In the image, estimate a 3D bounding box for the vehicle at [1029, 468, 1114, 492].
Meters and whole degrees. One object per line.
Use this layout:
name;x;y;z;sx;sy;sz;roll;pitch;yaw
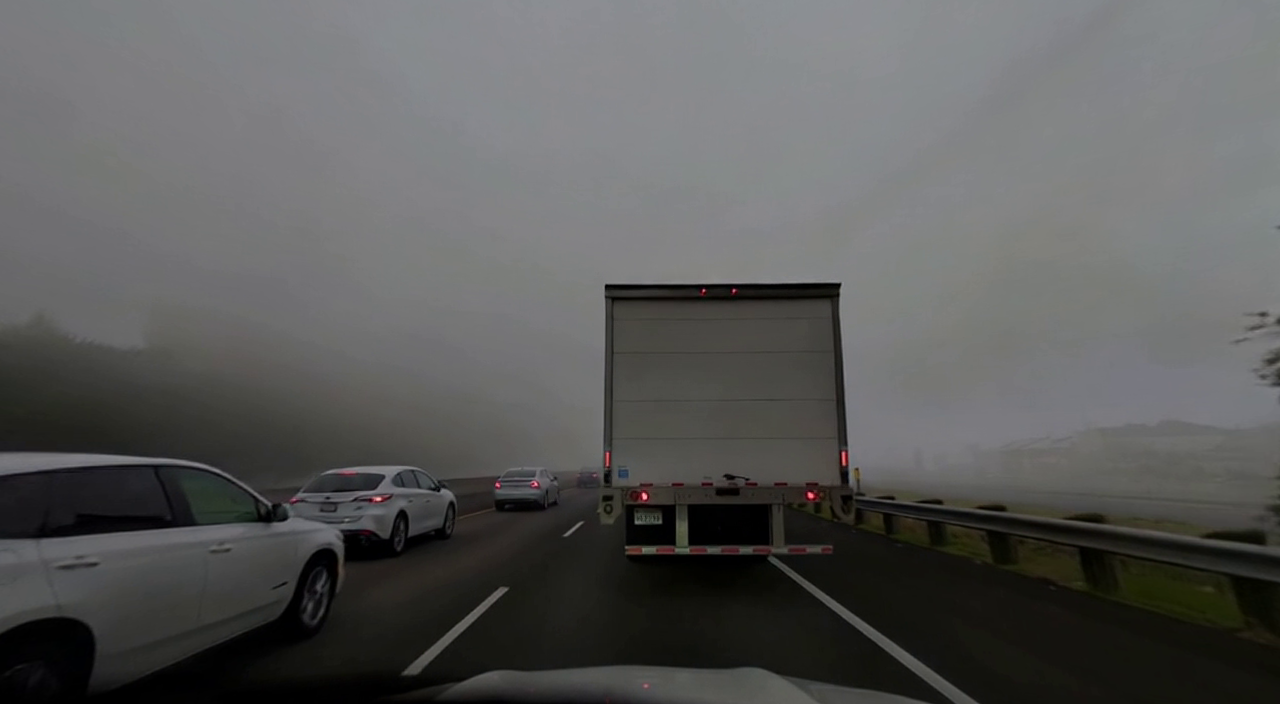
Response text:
vehicle;29.028;8.614;42.545;4.299;1.465;1.807;-3;-11;17

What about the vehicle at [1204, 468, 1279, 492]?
vehicle;39.717;8.371;41.141;3.974;1.485;1.709;0;-11;1

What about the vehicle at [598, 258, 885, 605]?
vehicle;0.922;1.537;10.779;2.831;3.529;8.689;1;-11;-1

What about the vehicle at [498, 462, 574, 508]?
vehicle;-3.743;4.885;23.439;1.964;1.482;4.371;0;-11;1

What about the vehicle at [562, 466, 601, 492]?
vehicle;-3.439;7.535;37.552;1.867;1.418;3.670;0;-11;2

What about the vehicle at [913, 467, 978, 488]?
vehicle;22.786;9.320;46.947;4.107;1.485;1.796;-6;-12;30

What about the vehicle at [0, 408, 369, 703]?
vehicle;-3.494;1.133;3.302;1.983;1.509;4.679;0;-11;1
